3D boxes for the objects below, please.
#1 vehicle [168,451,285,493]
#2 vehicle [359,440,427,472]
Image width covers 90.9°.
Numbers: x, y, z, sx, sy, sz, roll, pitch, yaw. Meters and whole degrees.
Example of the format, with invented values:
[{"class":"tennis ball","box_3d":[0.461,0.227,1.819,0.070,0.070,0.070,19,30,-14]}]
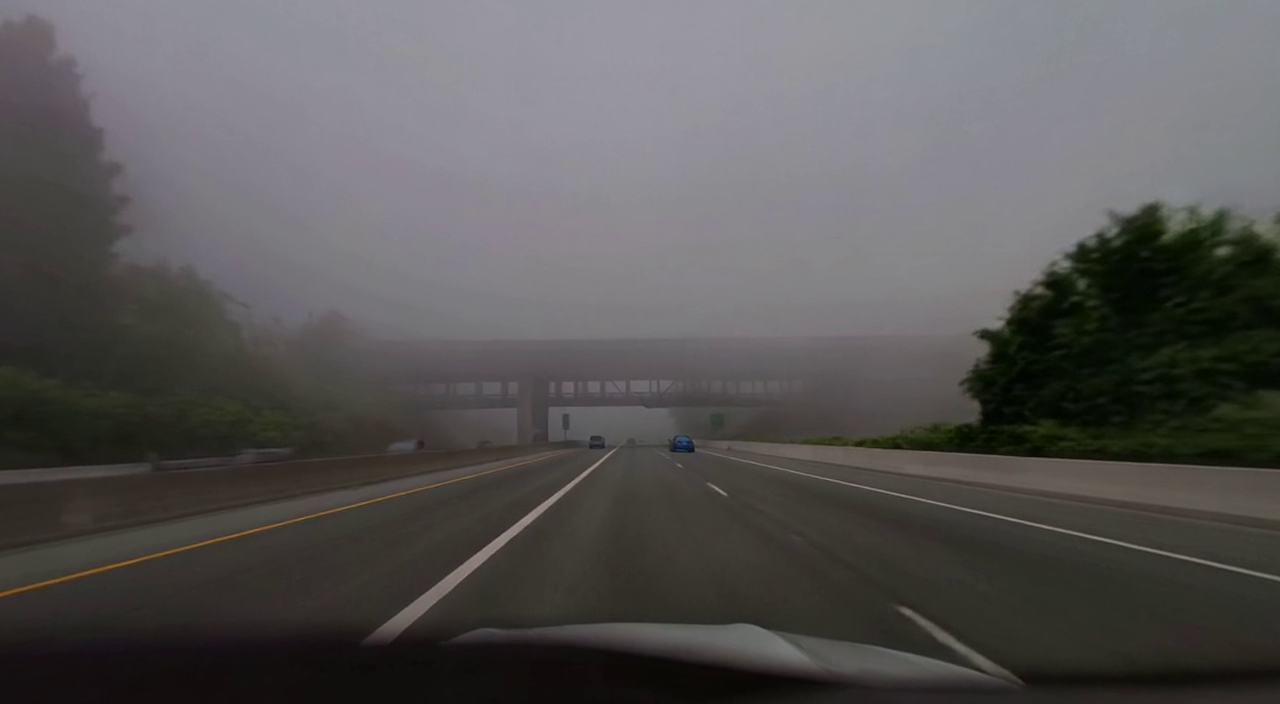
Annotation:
[{"class":"vehicle","box_3d":[-16.904,4.887,26.053,1.887,1.469,4.382,0,-8,-1]},{"class":"vehicle","box_3d":[-12.757,5.388,32.877,1.868,1.508,4.408,0,-8,-1]}]
